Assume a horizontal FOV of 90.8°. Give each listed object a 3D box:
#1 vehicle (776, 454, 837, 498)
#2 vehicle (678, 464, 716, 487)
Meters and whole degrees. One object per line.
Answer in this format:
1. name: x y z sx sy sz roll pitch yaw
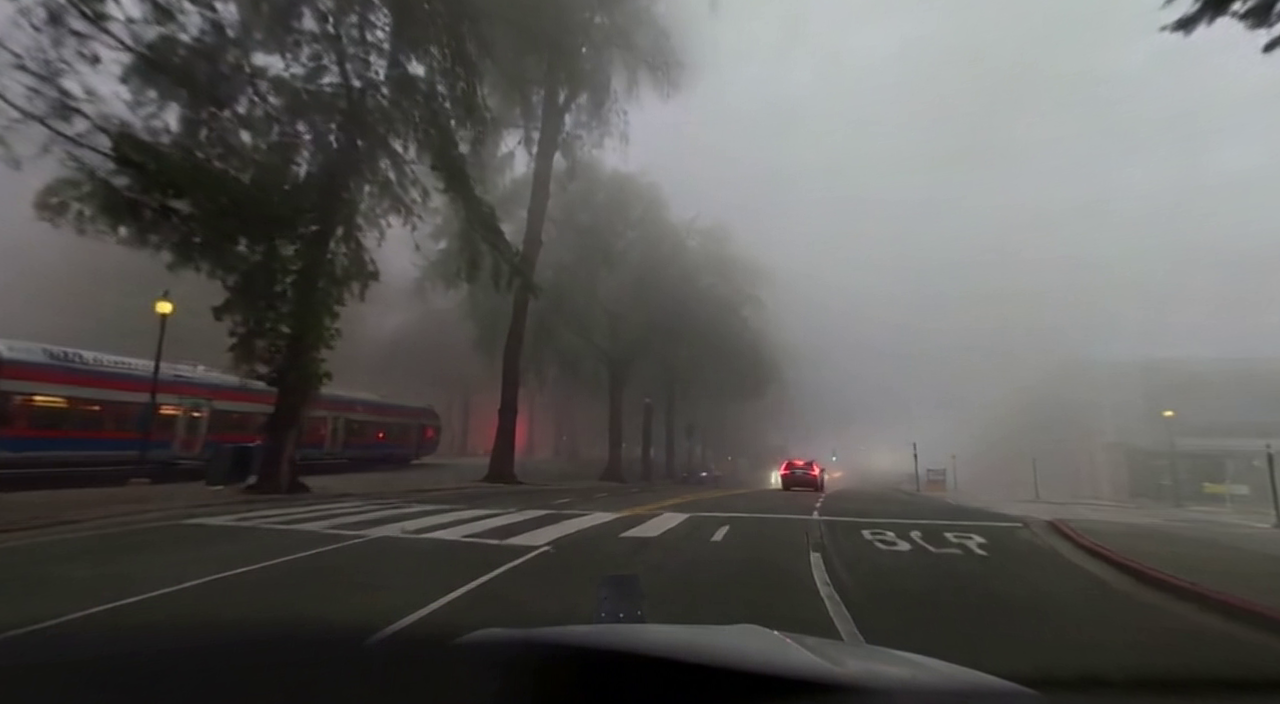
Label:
1. vehicle: 7.557 5.471 28.330 2.263 1.765 4.237 -3 -9 19
2. vehicle: 4.325 9.253 47.636 2.042 1.531 4.403 -3 -9 16
